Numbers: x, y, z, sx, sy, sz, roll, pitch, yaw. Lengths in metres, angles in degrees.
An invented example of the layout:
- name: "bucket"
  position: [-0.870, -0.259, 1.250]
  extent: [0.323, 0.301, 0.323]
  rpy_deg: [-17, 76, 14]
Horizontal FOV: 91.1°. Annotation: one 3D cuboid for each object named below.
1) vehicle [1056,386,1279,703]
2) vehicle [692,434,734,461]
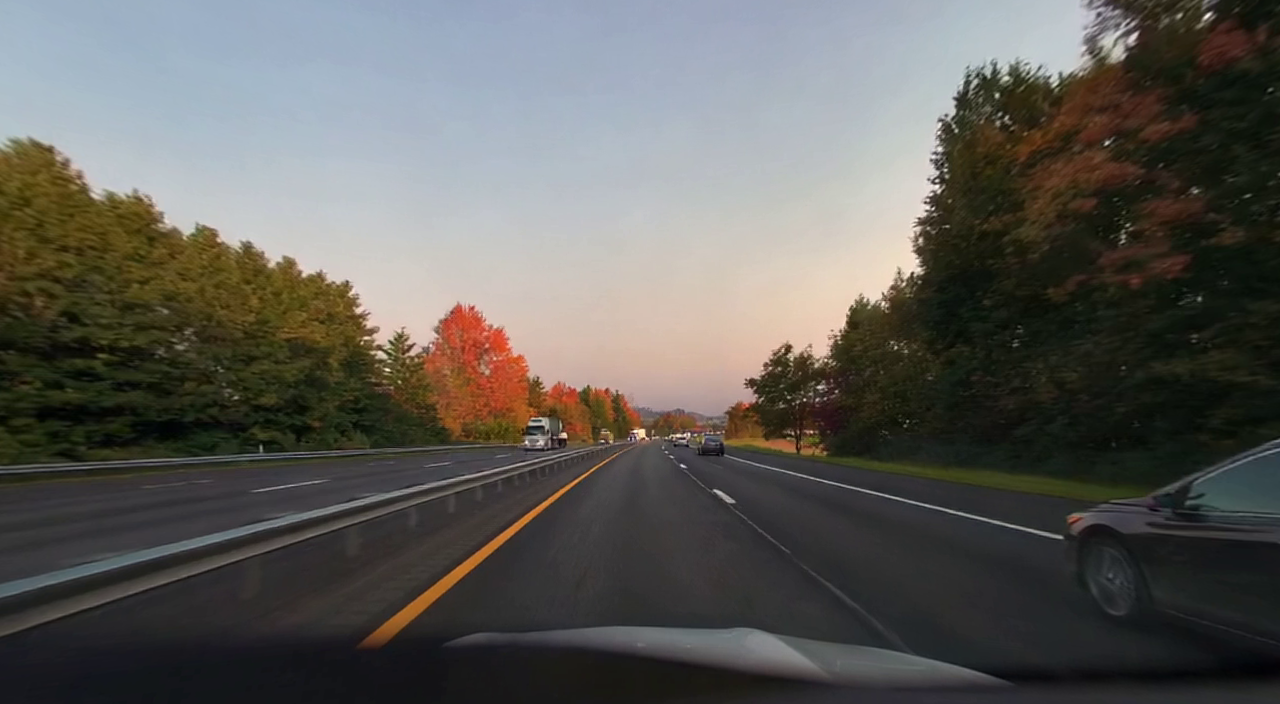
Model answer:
- name: "vehicle"
  position: [3.948, 0.851, 2.328]
  extent: [2.023, 1.545, 4.029]
  rpy_deg: [0, -8, 0]
- name: "vehicle"
  position: [4.332, 5.759, 37.886]
  extent: [2.024, 1.516, 4.197]
  rpy_deg: [0, -8, 0]
